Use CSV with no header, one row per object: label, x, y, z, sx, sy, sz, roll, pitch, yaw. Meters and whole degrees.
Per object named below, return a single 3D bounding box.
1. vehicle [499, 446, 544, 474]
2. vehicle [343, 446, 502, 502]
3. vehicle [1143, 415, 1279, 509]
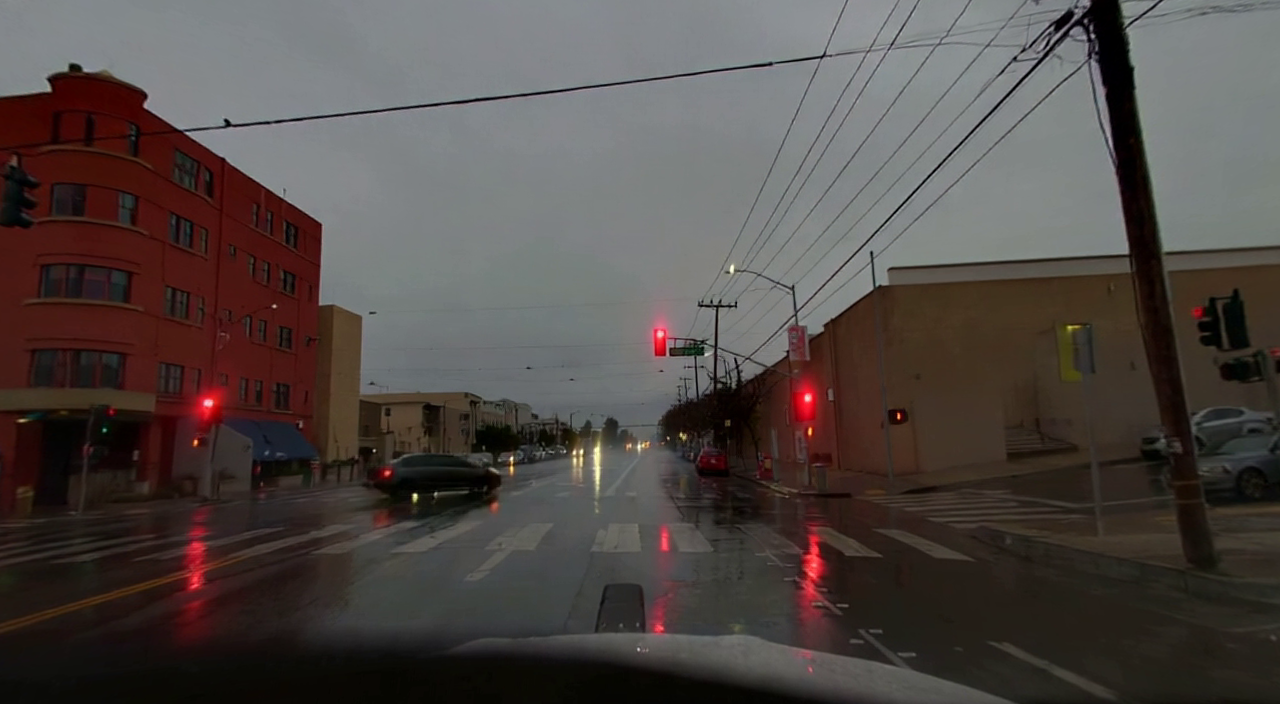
vehicle,-8.249,7.540,44.300,2.096,1.830,4.752,0,-9,2
vehicle,-7.249,4.031,21.204,4.525,1.650,2.120,7,-11,-38
vehicle,12.712,2.201,12.799,3.234,1.746,1.941,0,-9,-2
